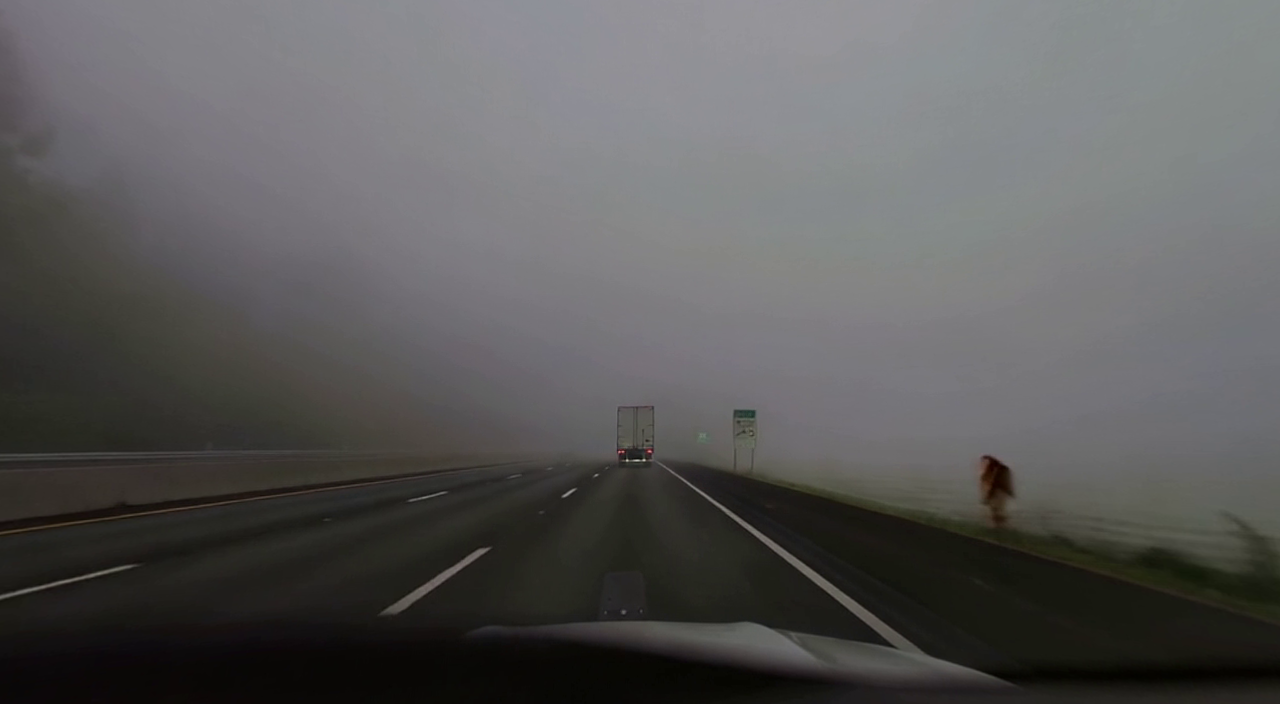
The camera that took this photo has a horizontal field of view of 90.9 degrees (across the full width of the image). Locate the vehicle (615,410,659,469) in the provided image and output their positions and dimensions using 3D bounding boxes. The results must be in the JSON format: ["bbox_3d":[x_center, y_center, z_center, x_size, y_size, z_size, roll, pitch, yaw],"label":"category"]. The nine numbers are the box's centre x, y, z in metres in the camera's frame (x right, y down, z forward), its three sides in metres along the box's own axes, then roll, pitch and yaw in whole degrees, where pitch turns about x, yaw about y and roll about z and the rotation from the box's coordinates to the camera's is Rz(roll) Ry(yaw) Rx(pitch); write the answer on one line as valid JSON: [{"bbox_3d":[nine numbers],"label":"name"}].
[{"bbox_3d":[-0.330,6.752,47.982,2.982,3.947,11.075,0,-9,-1],"label":"vehicle"}]
